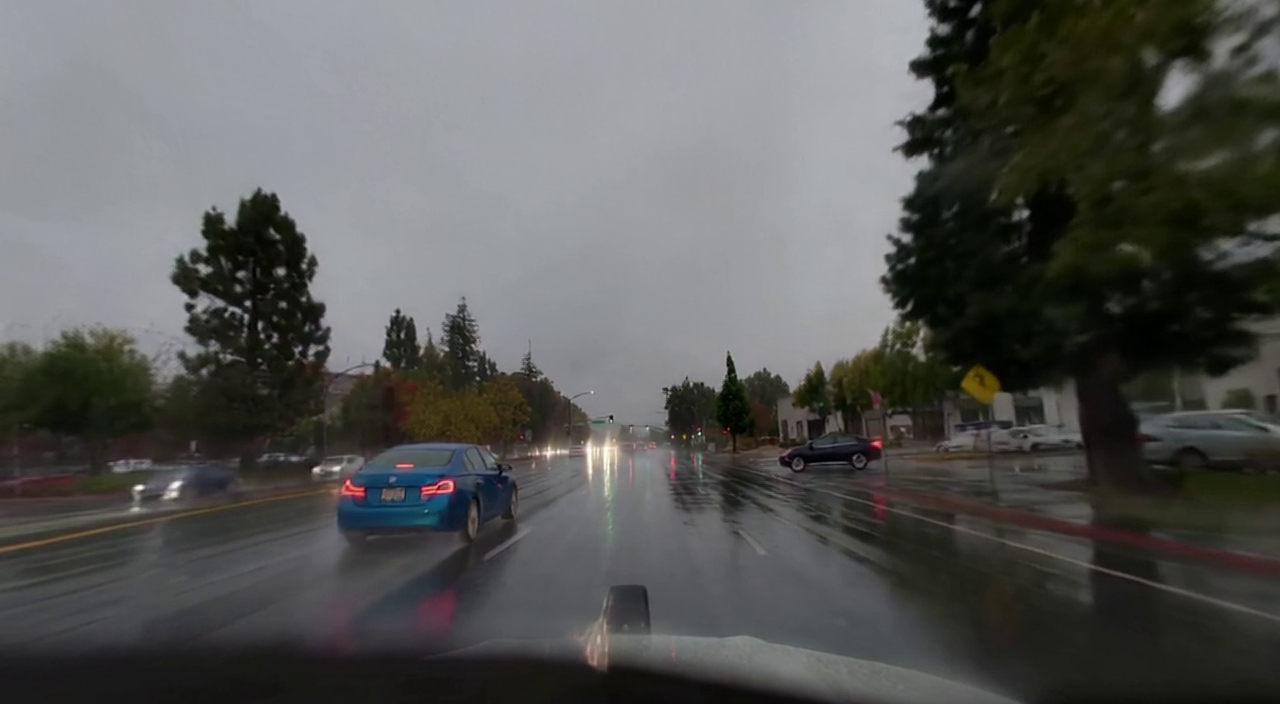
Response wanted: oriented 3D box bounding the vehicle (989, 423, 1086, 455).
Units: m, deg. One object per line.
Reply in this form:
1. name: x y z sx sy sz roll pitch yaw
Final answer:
1. vehicle: 20.137 4.489 32.215 1.857 1.471 4.717 0 -9 -1

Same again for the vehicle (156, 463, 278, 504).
1. vehicle: -17.748 5.515 26.801 1.832 1.408 4.799 0 -9 1

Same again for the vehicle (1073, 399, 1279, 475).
1. vehicle: 13.092 1.989 14.755 4.349 1.615 2.068 0 -8 0

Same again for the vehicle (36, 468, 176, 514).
1. vehicle: -21.594 5.605 25.790 1.820 1.423 4.577 -3 -9 -1

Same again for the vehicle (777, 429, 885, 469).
1. vehicle: 8.716 4.490 29.165 4.511 1.720 2.131 -2 -8 11

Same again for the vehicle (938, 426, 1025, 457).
1. vehicle: 17.382 4.605 32.327 1.966 1.451 4.297 0 -9 -1

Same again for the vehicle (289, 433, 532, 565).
1. vehicle: -3.015 2.023 9.487 1.924 1.480 4.421 -1 -9 1
